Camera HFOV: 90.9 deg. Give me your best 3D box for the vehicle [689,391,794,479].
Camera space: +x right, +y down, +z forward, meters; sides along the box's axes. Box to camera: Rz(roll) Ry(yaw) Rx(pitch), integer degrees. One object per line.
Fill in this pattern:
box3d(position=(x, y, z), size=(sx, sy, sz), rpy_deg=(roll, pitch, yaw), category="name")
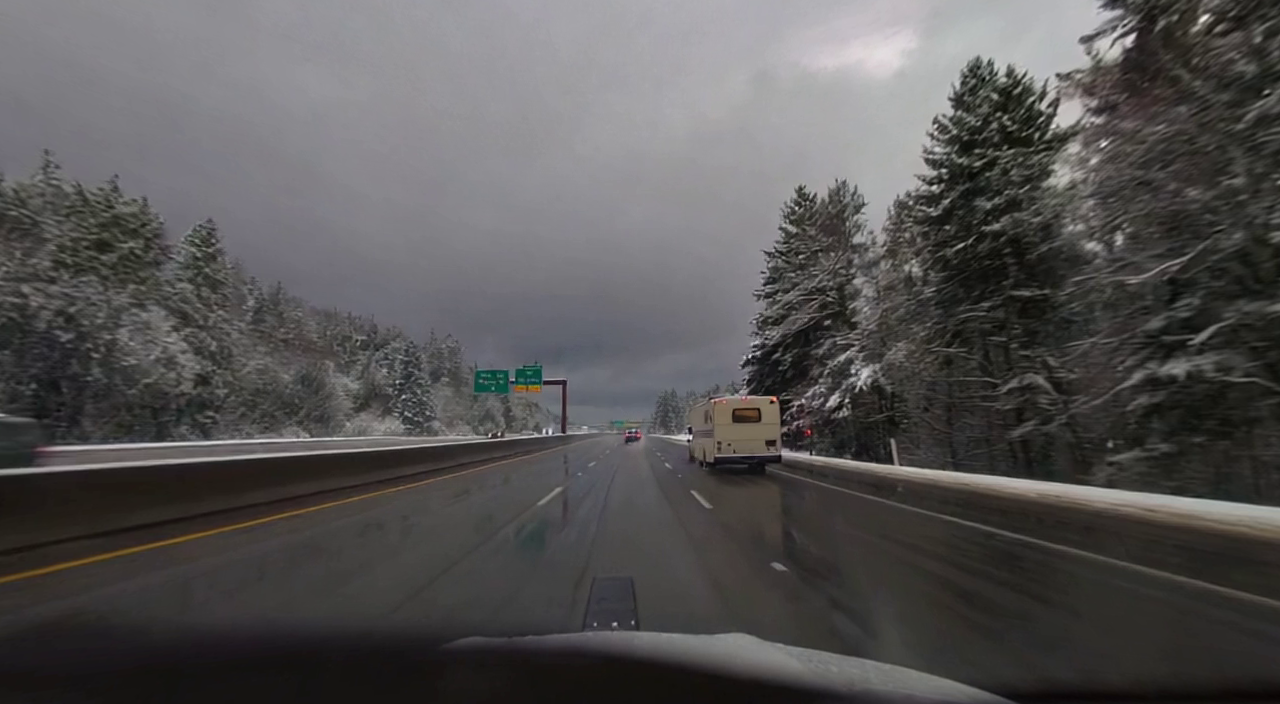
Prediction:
box3d(position=(3.303, 2.893, 21.990), size=(2.590, 2.680, 5.445), rpy_deg=(0, -8, -2), category="vehicle")
